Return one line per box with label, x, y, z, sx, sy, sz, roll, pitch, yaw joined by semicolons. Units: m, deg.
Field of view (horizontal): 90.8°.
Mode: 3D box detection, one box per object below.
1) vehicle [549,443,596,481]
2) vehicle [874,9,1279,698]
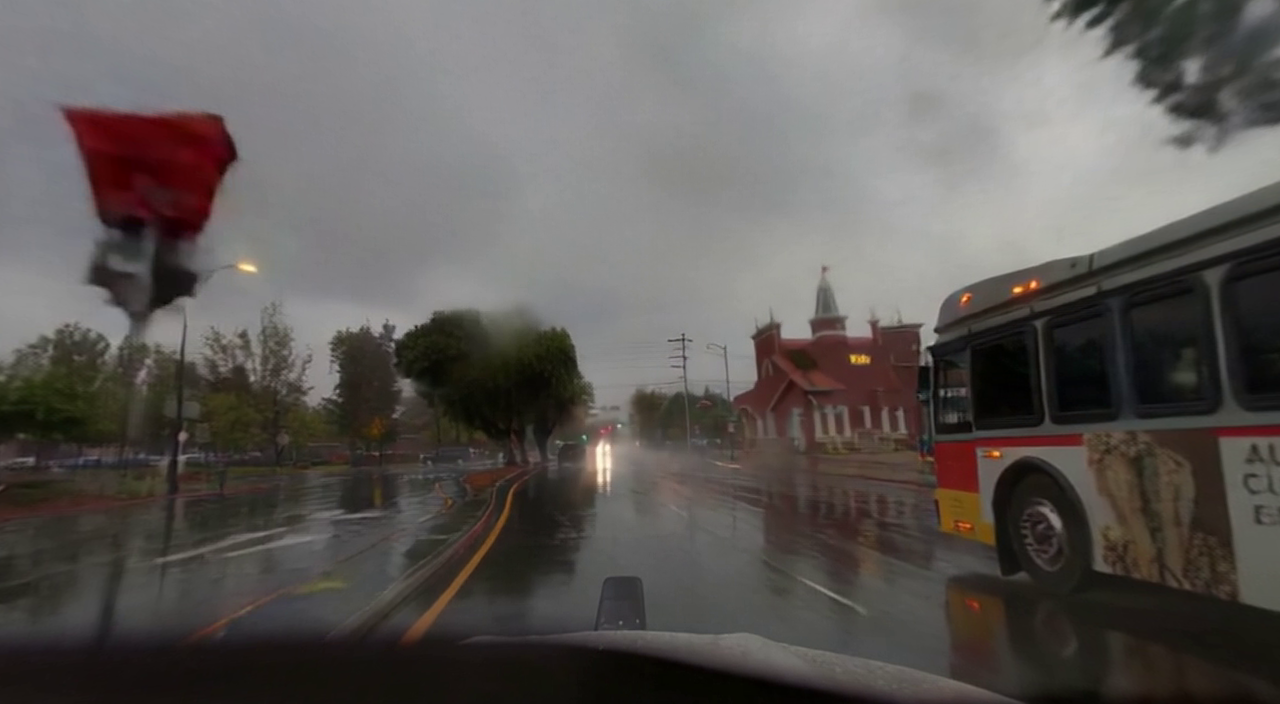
vehicle;-3.186;5.116;29.748;2.032;1.621;4.082;1;-9;-7
vehicle;4.712;-0.217;1.659;3.028;3.353;12.630;0;-9;-2
